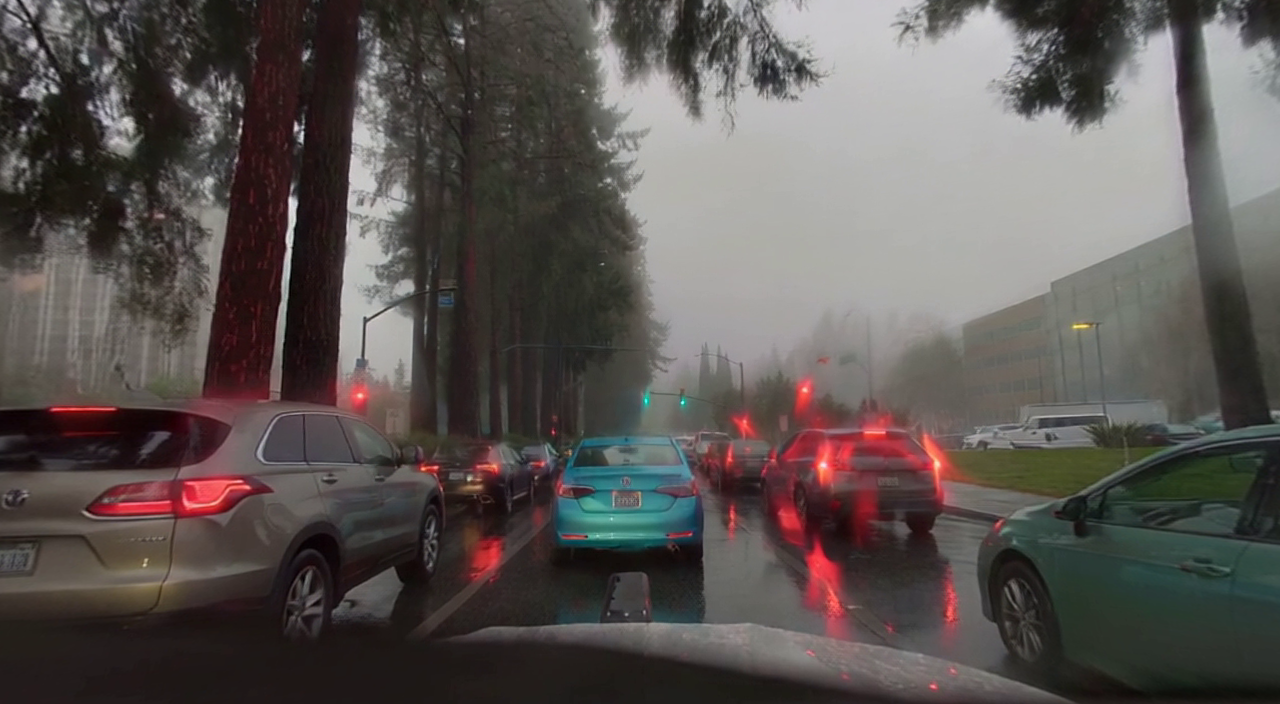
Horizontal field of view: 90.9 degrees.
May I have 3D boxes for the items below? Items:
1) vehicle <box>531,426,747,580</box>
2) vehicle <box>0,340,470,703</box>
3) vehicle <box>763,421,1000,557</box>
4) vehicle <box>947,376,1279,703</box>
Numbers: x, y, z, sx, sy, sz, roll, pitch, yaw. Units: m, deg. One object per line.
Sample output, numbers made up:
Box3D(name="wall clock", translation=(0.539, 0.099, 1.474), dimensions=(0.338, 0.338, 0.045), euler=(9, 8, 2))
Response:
Box3D(name="vehicle", translation=(-0.035, 1.801, 8.319), dimensions=(2.147, 1.507, 3.953), euler=(0, -8, -1))
Box3D(name="vehicle", translation=(-3.143, 1.162, 5.055), dimensions=(2.168, 1.750, 4.625), euler=(-1, -8, 1))
Box3D(name="vehicle", translation=(3.412, 2.021, 10.023), dimensions=(2.040, 1.647, 4.379), euler=(0, -9, 1))
Box3D(name="vehicle", translation=(3.324, 0.961, 2.829), dimensions=(1.899, 1.588, 3.888), euler=(0, -9, 0))
